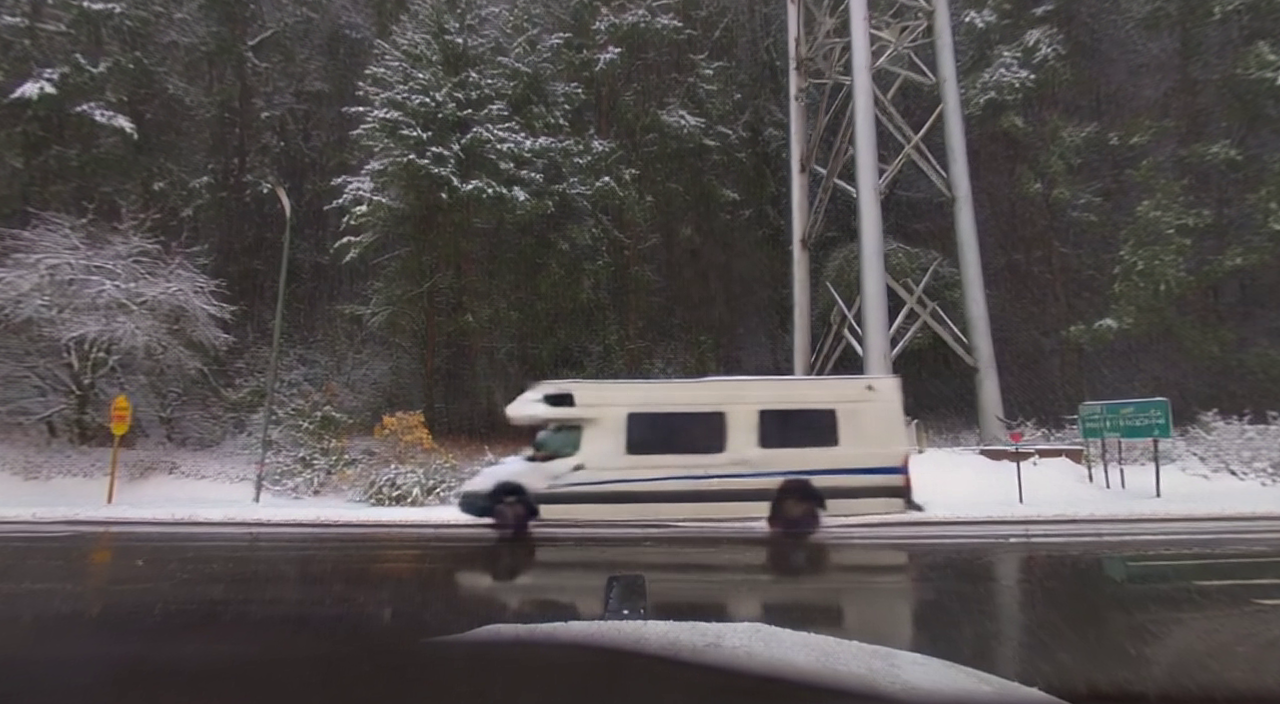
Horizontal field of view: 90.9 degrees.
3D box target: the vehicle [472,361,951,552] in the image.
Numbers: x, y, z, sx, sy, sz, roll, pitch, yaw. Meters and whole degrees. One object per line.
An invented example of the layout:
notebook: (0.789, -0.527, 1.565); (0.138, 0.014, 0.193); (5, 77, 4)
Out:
vehicle: (1.217, 1.983, 12.246); (8.152, 3.185, 2.776); (0, -9, -3)
